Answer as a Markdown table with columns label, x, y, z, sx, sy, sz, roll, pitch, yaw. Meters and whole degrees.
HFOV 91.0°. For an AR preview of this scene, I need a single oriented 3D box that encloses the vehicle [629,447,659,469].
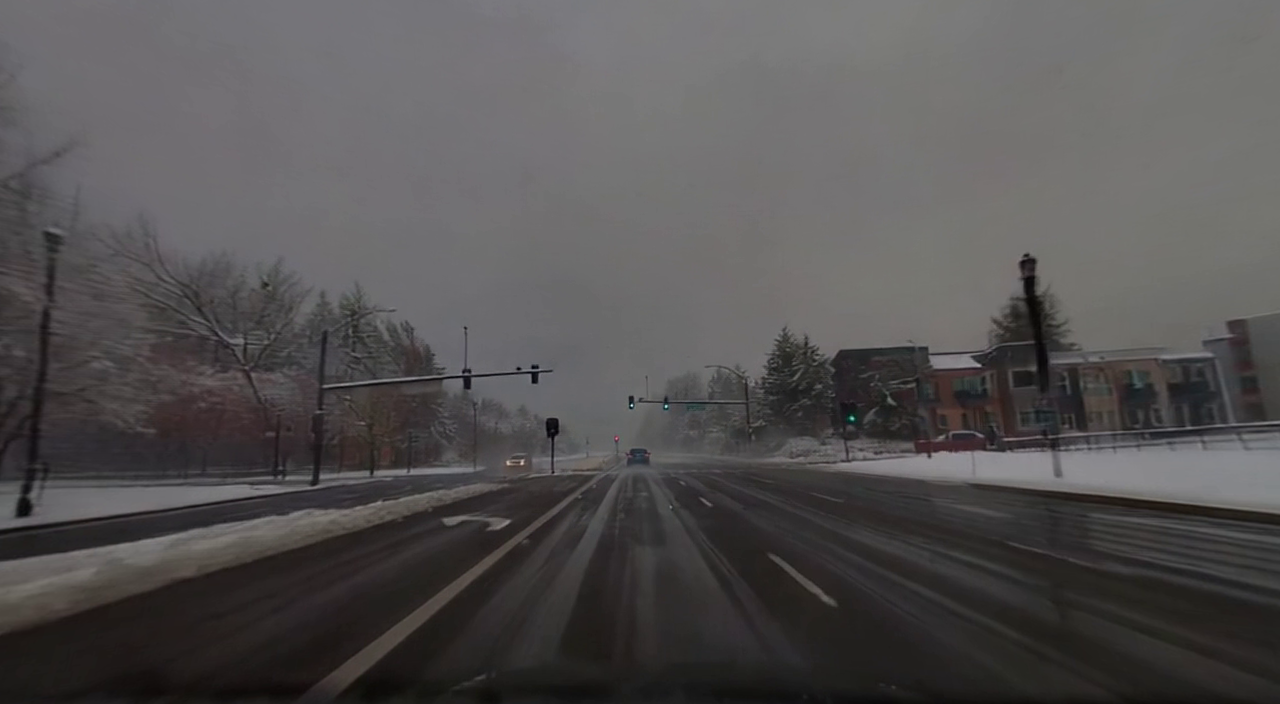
| label | x | y | z | sx | sy | sz | roll | pitch | yaw |
| --- | --- | --- | --- | --- | --- | --- | --- | --- | --- |
| vehicle | 0.307 | 7.593 | 45.293 | 2.064 | 1.477 | 3.968 | 0 | -9 | 0 |

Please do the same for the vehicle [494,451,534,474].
| label | x | y | z | sx | sy | sz | roll | pitch | yaw |
| --- | --- | --- | --- | --- | --- | --- | --- | --- | --- |
| vehicle | -8.793 | 7.746 | 44.373 | 1.887 | 1.480 | 4.446 | 0 | -9 | 0 |
